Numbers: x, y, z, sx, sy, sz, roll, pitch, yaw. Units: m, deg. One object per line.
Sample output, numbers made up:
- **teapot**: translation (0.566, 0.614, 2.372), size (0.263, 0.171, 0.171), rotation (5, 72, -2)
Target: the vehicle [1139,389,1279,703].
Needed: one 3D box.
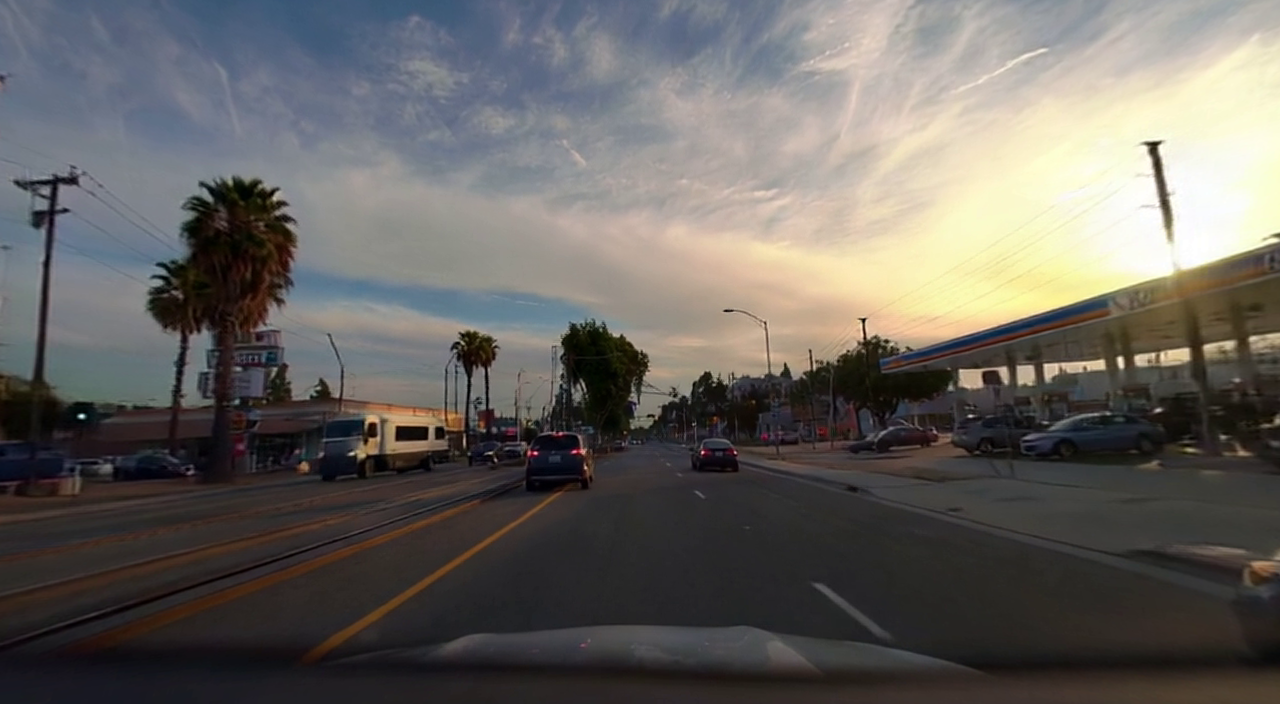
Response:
- **vehicle**: translation (3.422, 0.658, 0.893), size (1.987, 1.474, 4.198), rotation (0, -9, 0)

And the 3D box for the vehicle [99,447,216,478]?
- **vehicle**: translation (-30.208, 6.941, 39.687), size (5.349, 1.859, 2.259), rotation (0, -10, -1)

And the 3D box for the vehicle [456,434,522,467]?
- **vehicle**: translation (-9.256, 6.100, 39.207), size (2.169, 1.853, 4.853), rotation (-2, -9, 9)

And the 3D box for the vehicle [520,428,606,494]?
- **vehicle**: translation (-2.004, 2.900, 17.135), size (2.021, 1.550, 4.090), rotation (1, -9, -5)

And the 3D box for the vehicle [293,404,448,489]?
- **vehicle**: translation (-11.016, 3.958, 27.074), size (2.662, 2.995, 8.344), rotation (1, -7, 2)

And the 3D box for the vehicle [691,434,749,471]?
- **vehicle**: translation (3.347, 4.308, 27.162), size (1.889, 1.448, 4.262), rotation (0, -9, -1)

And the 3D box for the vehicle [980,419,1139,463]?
- **vehicle**: translation (14.610, 3.138, 22.185), size (4.293, 1.438, 1.773), rotation (0, -9, 1)

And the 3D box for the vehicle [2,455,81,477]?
- **vehicle**: translation (-41.698, 7.925, 44.076), size (3.718, 1.436, 1.749), rotation (0, -9, 1)
